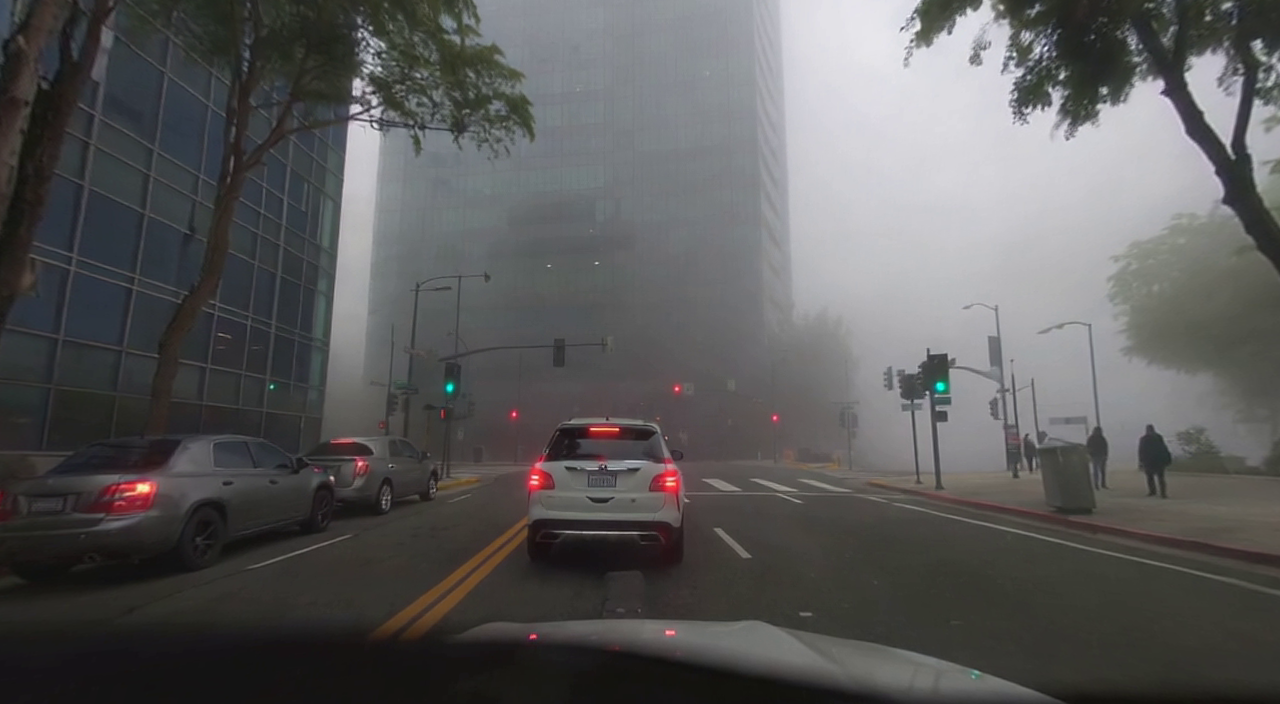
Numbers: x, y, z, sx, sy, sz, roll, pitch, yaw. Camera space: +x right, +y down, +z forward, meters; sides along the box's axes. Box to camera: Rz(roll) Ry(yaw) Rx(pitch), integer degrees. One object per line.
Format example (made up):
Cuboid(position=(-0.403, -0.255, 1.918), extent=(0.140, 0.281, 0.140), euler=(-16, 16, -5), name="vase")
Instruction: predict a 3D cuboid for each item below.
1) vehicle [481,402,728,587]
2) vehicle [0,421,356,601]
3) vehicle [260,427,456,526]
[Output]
Cuboid(position=(-0.306, 1.604, 7.847), extent=(2.258, 1.687, 3.934), euler=(0, -9, 1), name="vehicle")
Cuboid(position=(-5.741, 1.854, 8.332), extent=(1.904, 1.684, 4.529), euler=(0, -9, -1), name="vehicle")
Cuboid(position=(-5.869, 2.636, 14.020), extent=(2.077, 1.791, 4.751), euler=(0, -9, 1), name="vehicle")
